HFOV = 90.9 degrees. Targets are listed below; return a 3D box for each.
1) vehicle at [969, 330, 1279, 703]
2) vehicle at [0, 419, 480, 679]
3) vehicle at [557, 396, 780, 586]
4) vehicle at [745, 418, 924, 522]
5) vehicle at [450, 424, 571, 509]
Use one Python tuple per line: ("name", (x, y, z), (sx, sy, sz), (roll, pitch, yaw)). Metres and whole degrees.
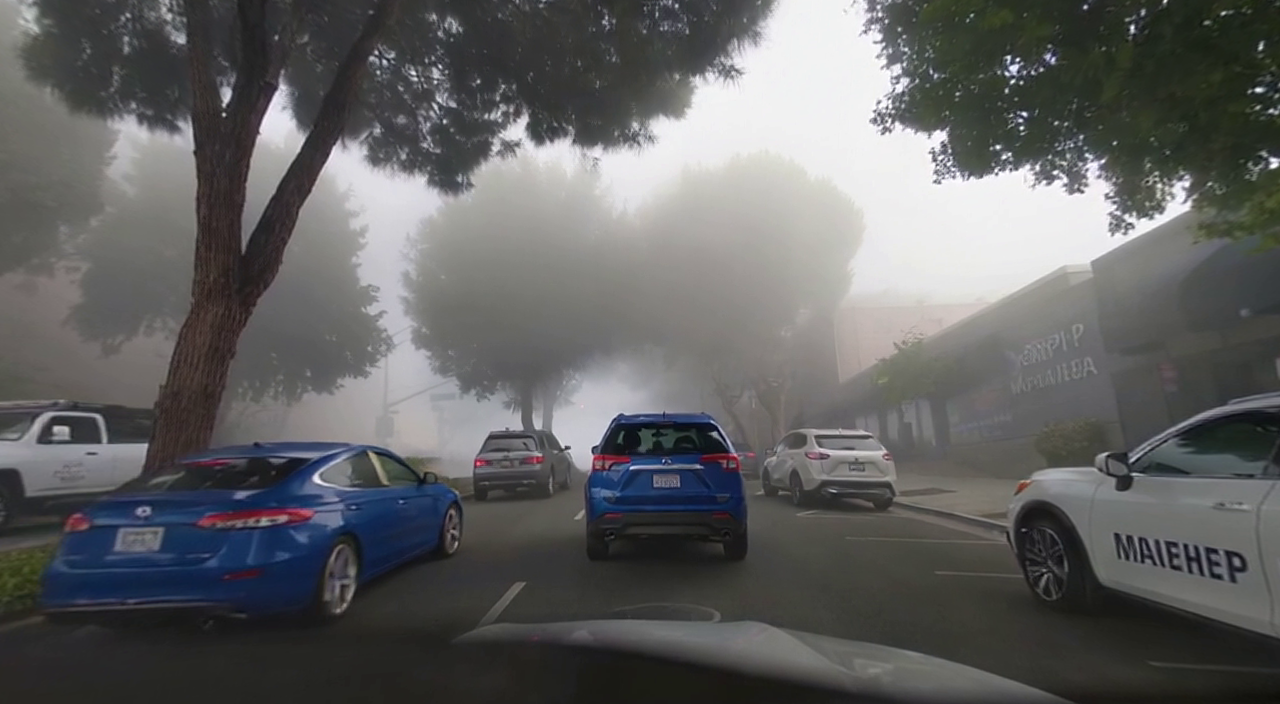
("vehicle", (4.036, 0.895, 3.195), (1.987, 1.877, 5.330), (1, -8, 2))
("vehicle", (-2.978, 1.451, 5.817), (1.908, 1.474, 4.257), (0, -8, 0))
("vehicle", (0.257, 1.597, 7.990), (2.075, 1.770, 4.018), (0, -8, 0))
("vehicle", (4.045, 2.588, 14.463), (2.038, 1.865, 5.786), (1, -8, -3))
("vehicle", (-3.068, 2.821, 16.011), (2.135, 1.806, 4.514), (0, -8, 0))
